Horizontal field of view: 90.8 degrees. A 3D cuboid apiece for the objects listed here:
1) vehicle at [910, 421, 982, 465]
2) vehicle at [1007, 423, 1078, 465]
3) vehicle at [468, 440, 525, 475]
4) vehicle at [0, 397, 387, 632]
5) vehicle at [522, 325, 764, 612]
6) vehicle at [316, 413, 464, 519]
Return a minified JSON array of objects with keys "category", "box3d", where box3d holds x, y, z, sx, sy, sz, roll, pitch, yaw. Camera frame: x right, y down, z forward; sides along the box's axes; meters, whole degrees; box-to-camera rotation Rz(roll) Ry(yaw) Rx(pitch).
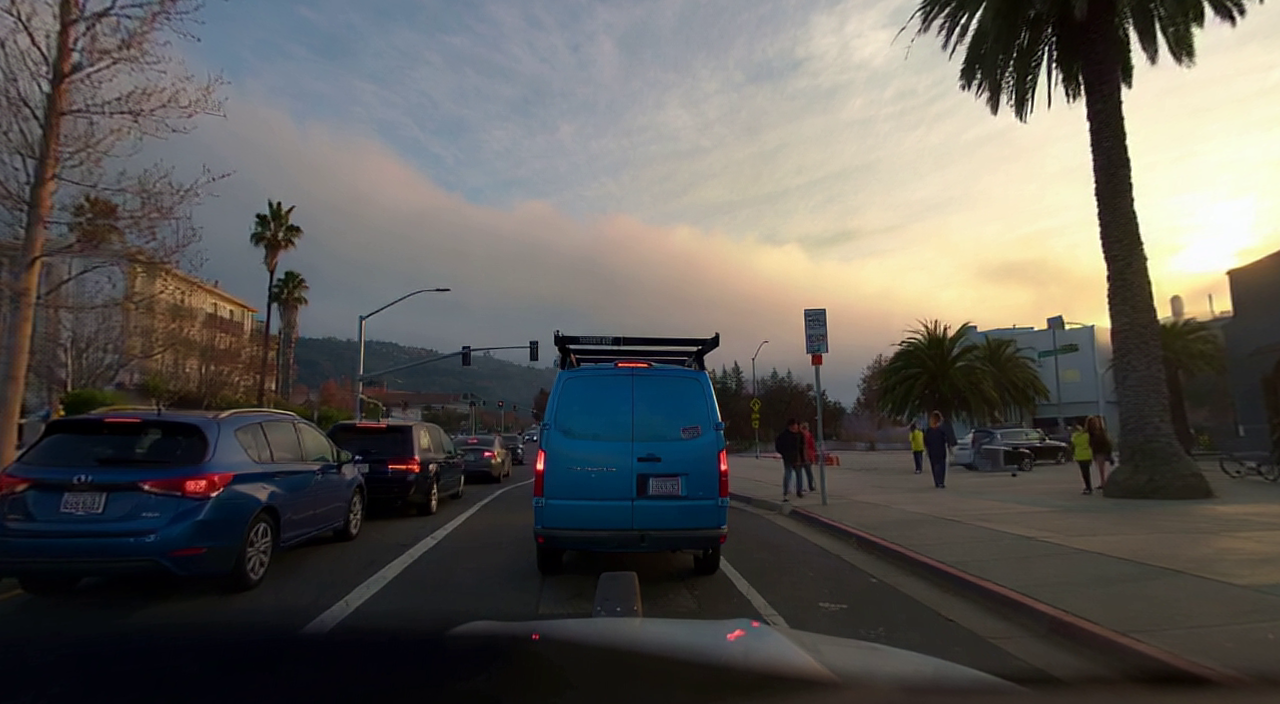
[{"category":"vehicle","box3d":[12.678,3.764,26.058,2.046,1.675,3.924,-6,-10,33]},{"category":"vehicle","box3d":[15.822,3.616,24.734,2.048,1.475,3.972,-6,-10,34]},{"category":"vehicle","box3d":[-6.804,4.896,29.600,1.818,1.479,4.428,4,-9,-22]},{"category":"vehicle","box3d":[-4.376,1.470,6.689,1.986,1.643,4.315,1,-9,-6]},{"category":"vehicle","box3d":[-0.185,1.219,7.198,1.902,2.238,4.263,1,-9,-6]},{"category":"vehicle","box3d":[-5.185,2.423,13.910,2.089,1.854,5.022,2,-9,-11]}]
